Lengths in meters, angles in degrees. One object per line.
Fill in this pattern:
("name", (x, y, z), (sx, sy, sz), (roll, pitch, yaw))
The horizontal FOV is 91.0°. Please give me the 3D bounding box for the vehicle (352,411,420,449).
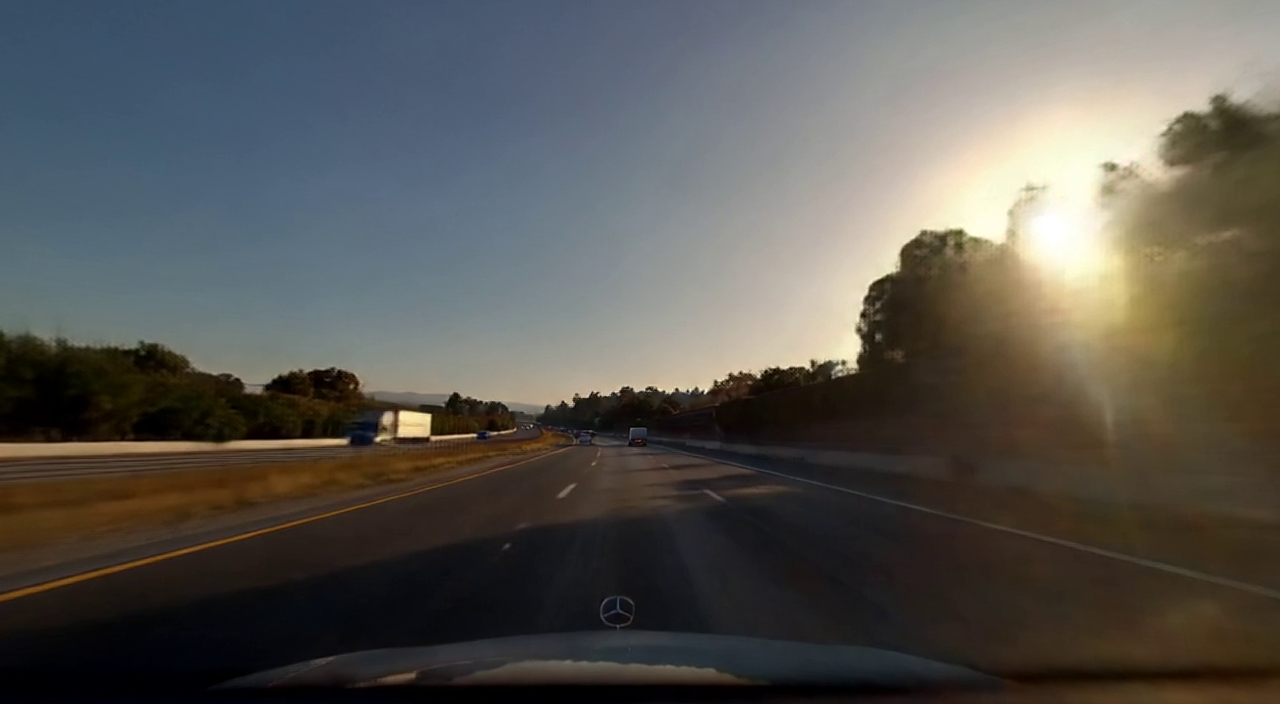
("vehicle", (-17.422, 5.453, 43.555), (2.344, 2.468, 5.976), (0, -8, -2))
